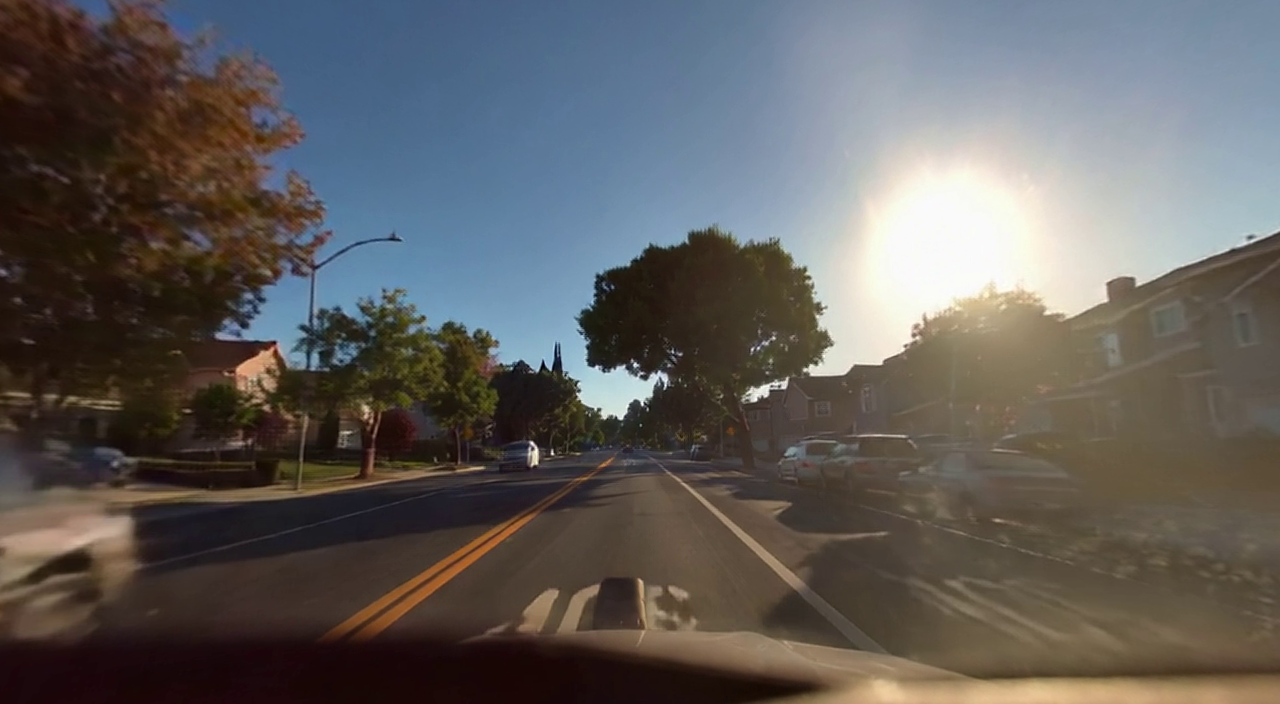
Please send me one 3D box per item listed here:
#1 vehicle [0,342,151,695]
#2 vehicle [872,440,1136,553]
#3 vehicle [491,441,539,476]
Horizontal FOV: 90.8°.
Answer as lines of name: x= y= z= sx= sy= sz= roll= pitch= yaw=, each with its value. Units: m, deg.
vehicle: x=-4.373 y=0.630 z=1.609 sx=2.050 sy=1.841 sz=5.290 roll=0 pitch=-8 yaw=-1
vehicle: x=6.344 y=2.516 z=11.841 sx=2.226 sy=1.682 sz=4.461 roll=0 pitch=-8 yaw=-1
vehicle: x=-7.085 y=6.074 z=36.150 sx=1.907 sy=1.860 sz=3.840 roll=0 pitch=-8 yaw=0
